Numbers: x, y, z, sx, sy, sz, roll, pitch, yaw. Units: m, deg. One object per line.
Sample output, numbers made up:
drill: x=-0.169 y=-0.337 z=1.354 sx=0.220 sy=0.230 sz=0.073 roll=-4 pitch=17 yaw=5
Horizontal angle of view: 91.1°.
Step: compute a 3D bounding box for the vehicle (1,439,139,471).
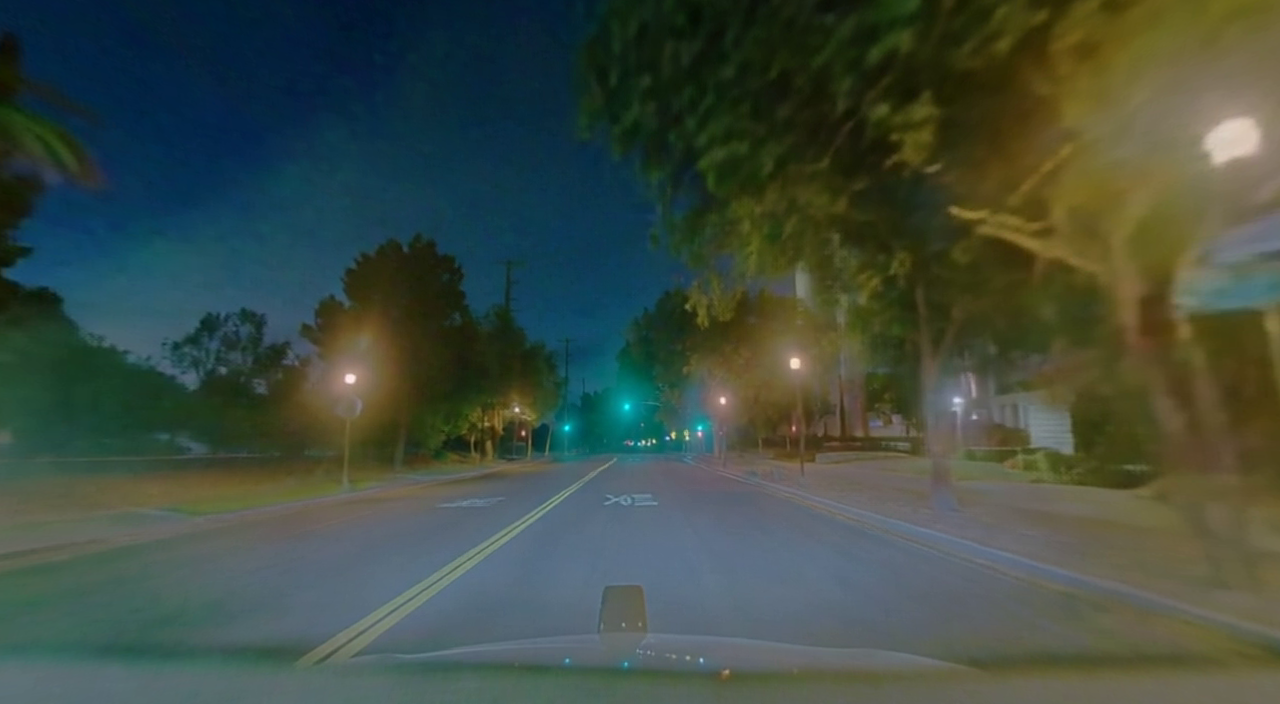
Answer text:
vehicle: x=-26.678 y=4.809 z=29.487 sx=4.577 sy=1.417 sz=2.014 roll=-1 pitch=-8 yaw=2
